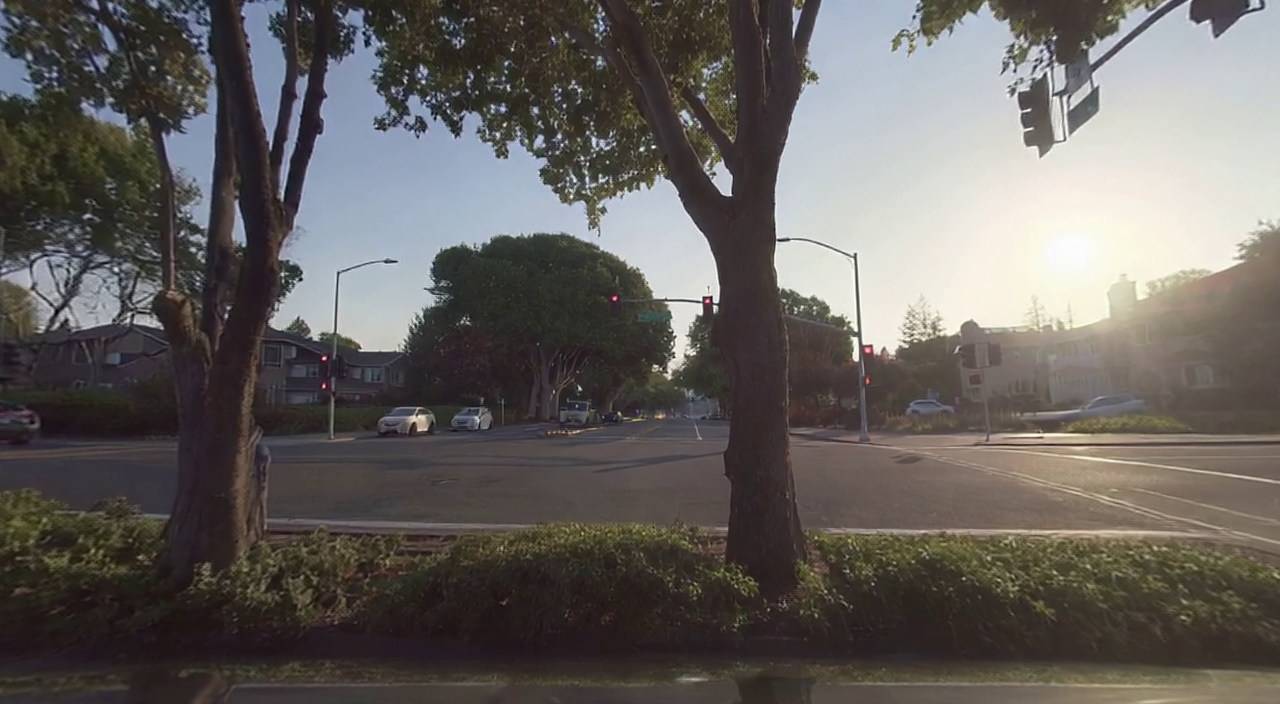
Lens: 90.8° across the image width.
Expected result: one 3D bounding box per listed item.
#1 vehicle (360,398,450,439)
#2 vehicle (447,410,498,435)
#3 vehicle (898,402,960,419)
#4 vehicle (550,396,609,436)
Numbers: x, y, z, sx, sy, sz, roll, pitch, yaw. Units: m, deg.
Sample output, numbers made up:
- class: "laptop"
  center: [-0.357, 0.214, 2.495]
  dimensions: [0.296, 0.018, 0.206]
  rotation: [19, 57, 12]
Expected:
- class: "vehicle"
  center: [-12.276, 3.596, 33.424]
  dimensions: [2.340, 1.902, 4.920]
  rotation: [-1, -9, 8]
- class: "vehicle"
  center: [-10.986, 4.718, 41.836]
  dimensions: [1.899, 1.510, 4.294]
  rotation: [-1, -9, 4]
- class: "vehicle"
  center: [22.349, 4.524, 48.948]
  dimensions: [3.933, 1.219, 1.700]
  rotation: [0, -9, 4]
- class: "vehicle"
  center: [-3.178, 3.592, 34.583]
  dimensions: [2.306, 1.907, 5.382]
  rotation: [-1, -9, 5]
